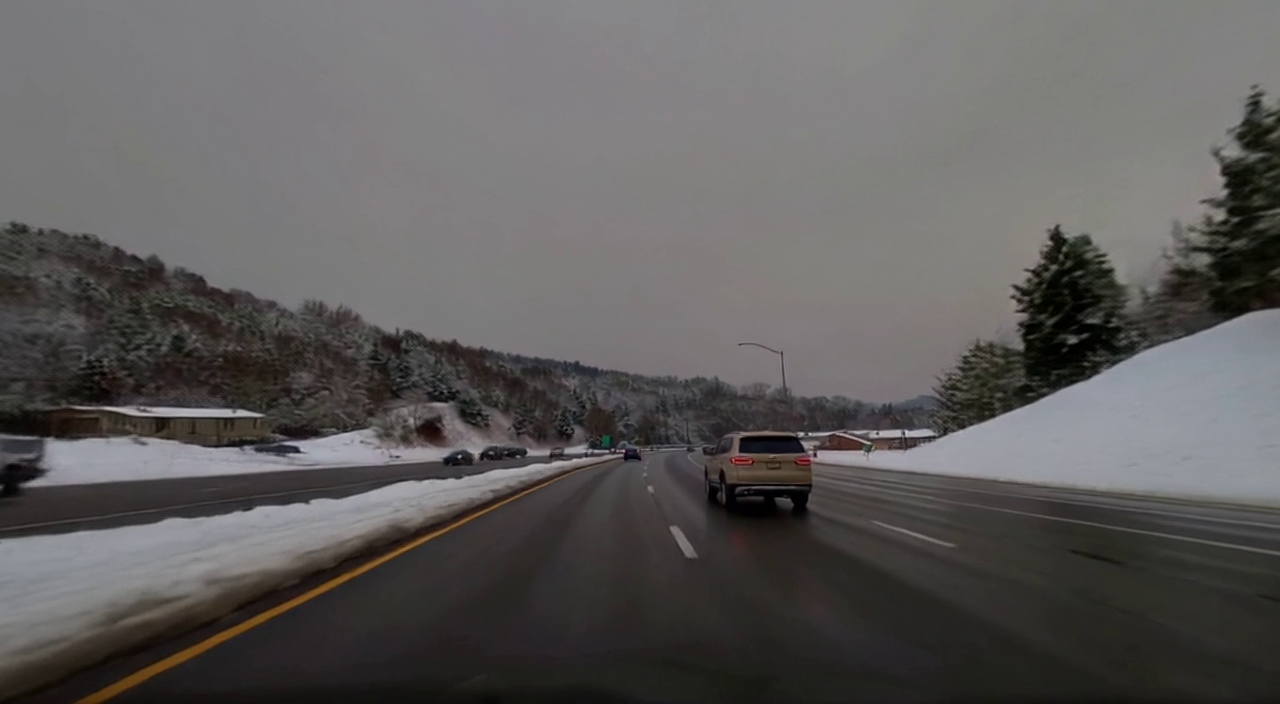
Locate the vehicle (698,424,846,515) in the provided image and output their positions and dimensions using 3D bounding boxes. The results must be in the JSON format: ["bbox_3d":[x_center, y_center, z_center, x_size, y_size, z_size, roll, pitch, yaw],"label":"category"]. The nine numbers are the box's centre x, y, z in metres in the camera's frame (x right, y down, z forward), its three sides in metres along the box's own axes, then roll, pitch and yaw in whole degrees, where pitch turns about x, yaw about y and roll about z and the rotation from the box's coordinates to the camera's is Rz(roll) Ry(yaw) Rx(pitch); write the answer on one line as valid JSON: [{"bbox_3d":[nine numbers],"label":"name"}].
[{"bbox_3d":[2.832,2.673,14.799,2.318,1.766,4.587,0,-9,-2],"label":"vehicle"}]
